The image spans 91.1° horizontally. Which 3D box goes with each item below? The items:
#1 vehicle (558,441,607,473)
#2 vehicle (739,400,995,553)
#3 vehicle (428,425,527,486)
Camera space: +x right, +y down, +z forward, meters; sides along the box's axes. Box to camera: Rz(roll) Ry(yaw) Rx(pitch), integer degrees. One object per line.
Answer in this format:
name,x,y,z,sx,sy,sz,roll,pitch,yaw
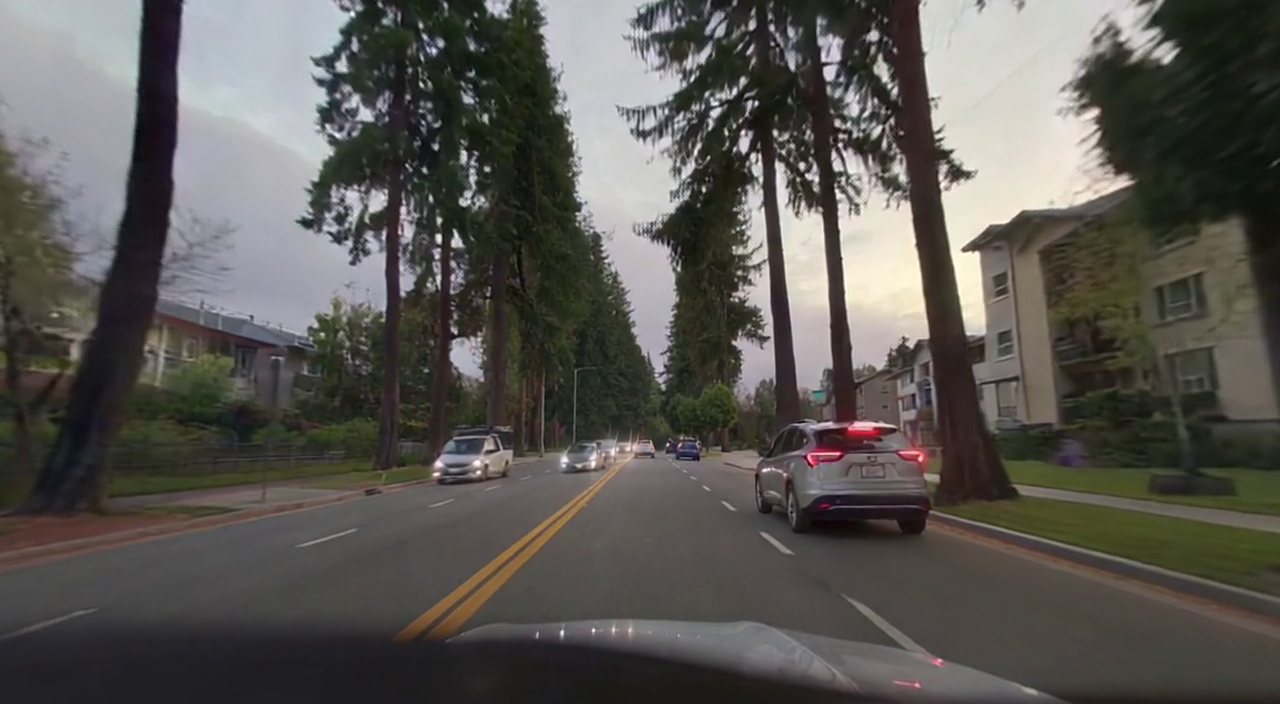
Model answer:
vehicle,-2.660,4.951,29.950,1.941,1.409,3.975,0,-8,0
vehicle,3.227,1.922,10.398,2.219,1.881,5.104,0,-8,-1
vehicle,-5.959,3.891,23.914,2.200,2.041,5.550,0,-8,1
